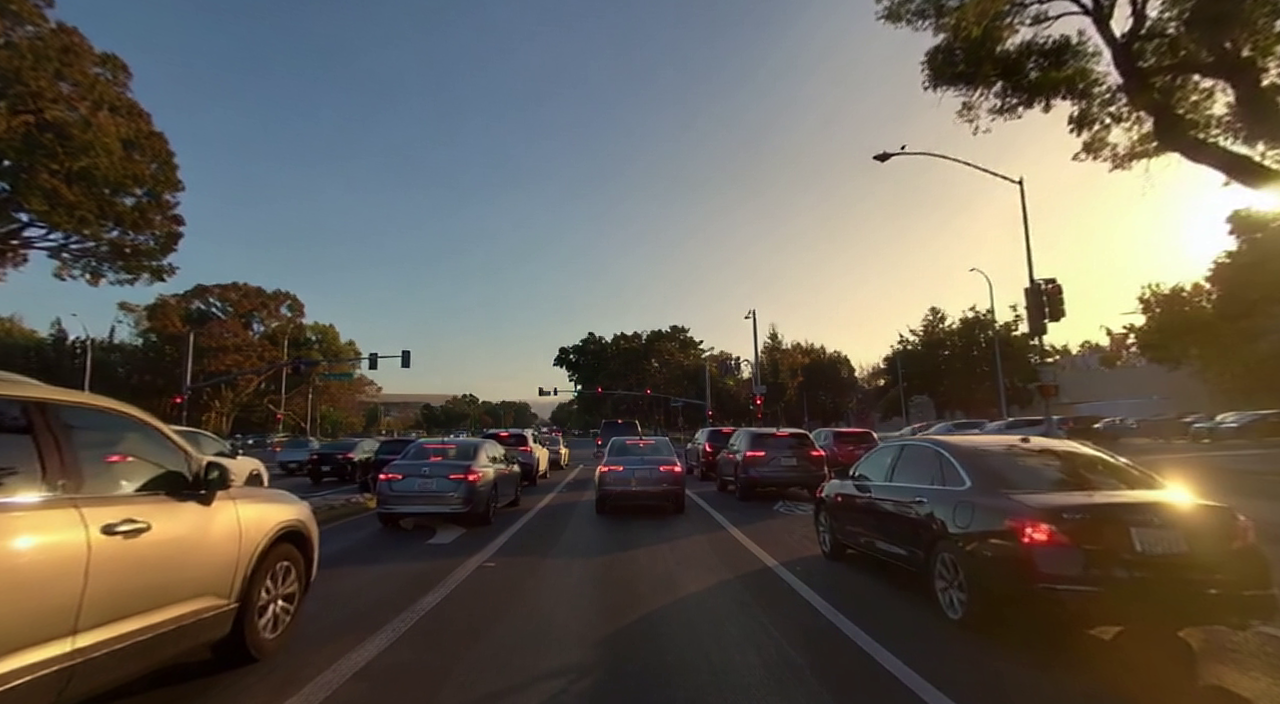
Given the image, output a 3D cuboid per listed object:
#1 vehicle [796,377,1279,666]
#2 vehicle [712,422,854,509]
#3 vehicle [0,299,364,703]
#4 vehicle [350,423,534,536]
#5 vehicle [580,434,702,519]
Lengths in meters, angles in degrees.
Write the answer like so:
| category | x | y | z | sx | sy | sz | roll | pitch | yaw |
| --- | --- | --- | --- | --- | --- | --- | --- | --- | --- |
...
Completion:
| category | x | y | z | sx | sy | sz | roll | pitch | yaw |
| --- | --- | --- | --- | --- | --- | --- | --- | --- | --- |
| vehicle | 3.140 | 1.310 | 5.975 | 2.074 | 1.685 | 4.387 | 0 | -8 | -2 |
| vehicle | 3.004 | 2.497 | 14.283 | 2.106 | 1.667 | 4.101 | 0 | -8 | -2 |
| vehicle | -3.226 | 0.792 | 2.695 | 2.079 | 1.756 | 4.676 | 0 | -8 | -2 |
| vehicle | -3.113 | 2.090 | 10.961 | 1.896 | 1.546 | 4.378 | 0 | -8 | -2 |
| vehicle | -0.065 | 2.400 | 12.679 | 2.076 | 1.438 | 3.770 | 0 | -8 | -2 |
